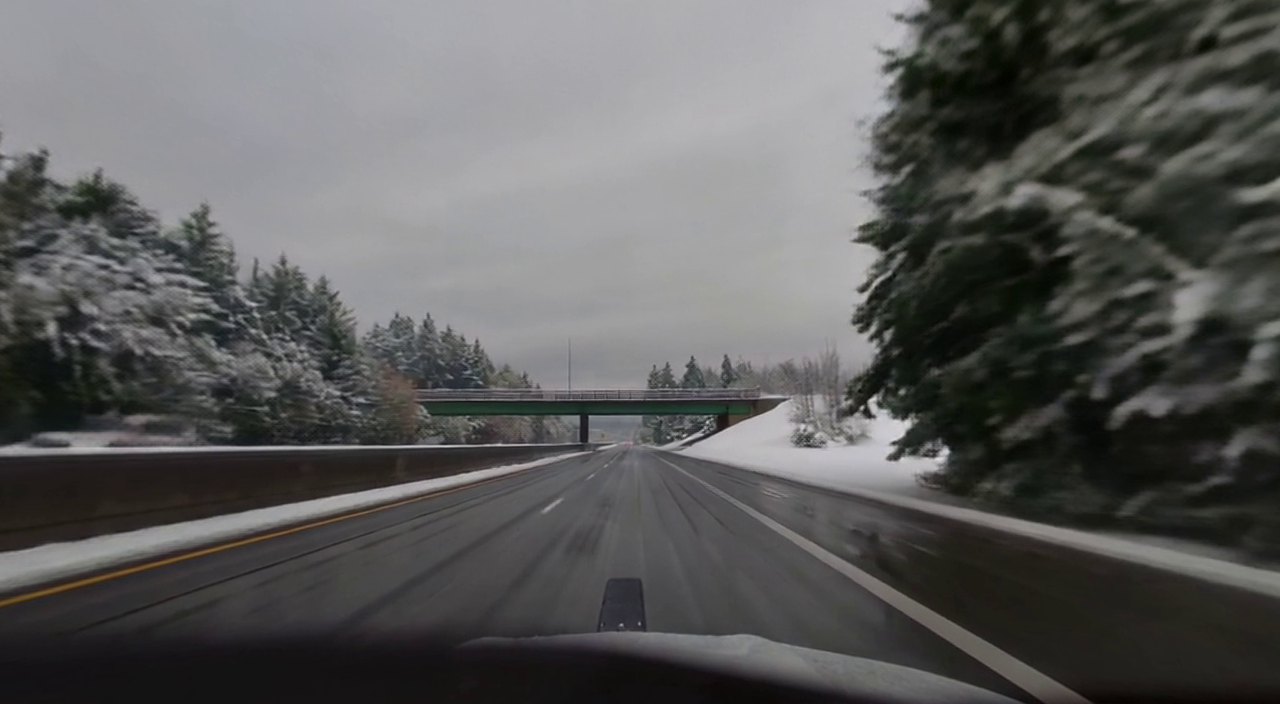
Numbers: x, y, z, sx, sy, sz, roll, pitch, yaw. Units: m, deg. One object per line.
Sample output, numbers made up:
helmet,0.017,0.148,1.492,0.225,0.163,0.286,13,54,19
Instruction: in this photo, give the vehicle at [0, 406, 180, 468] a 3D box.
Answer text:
vehicle,-16.265,2.539,18.577,1.990,1.585,4.448,0,-9,0
